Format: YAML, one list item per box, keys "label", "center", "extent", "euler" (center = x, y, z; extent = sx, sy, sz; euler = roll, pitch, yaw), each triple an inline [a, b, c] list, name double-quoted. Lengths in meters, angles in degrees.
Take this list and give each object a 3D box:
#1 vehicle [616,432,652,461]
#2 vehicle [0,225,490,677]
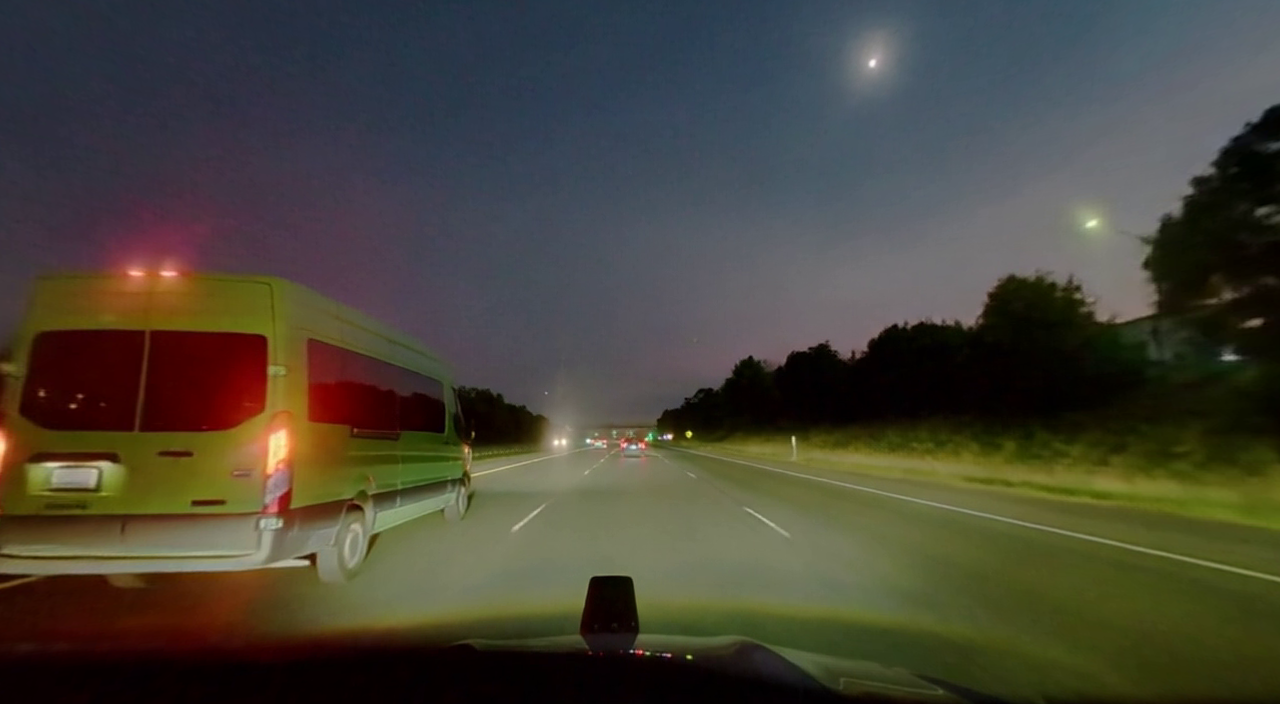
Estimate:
- label: "vehicle"
  center: [-0.398, 5.727, 38.332]
  extent: [2.104, 1.646, 4.176]
  euler: [0, -8, -1]
- label: "vehicle"
  center: [-3.410, 0.907, 6.529]
  extent: [2.424, 2.577, 5.828]
  euler: [0, -8, -2]
